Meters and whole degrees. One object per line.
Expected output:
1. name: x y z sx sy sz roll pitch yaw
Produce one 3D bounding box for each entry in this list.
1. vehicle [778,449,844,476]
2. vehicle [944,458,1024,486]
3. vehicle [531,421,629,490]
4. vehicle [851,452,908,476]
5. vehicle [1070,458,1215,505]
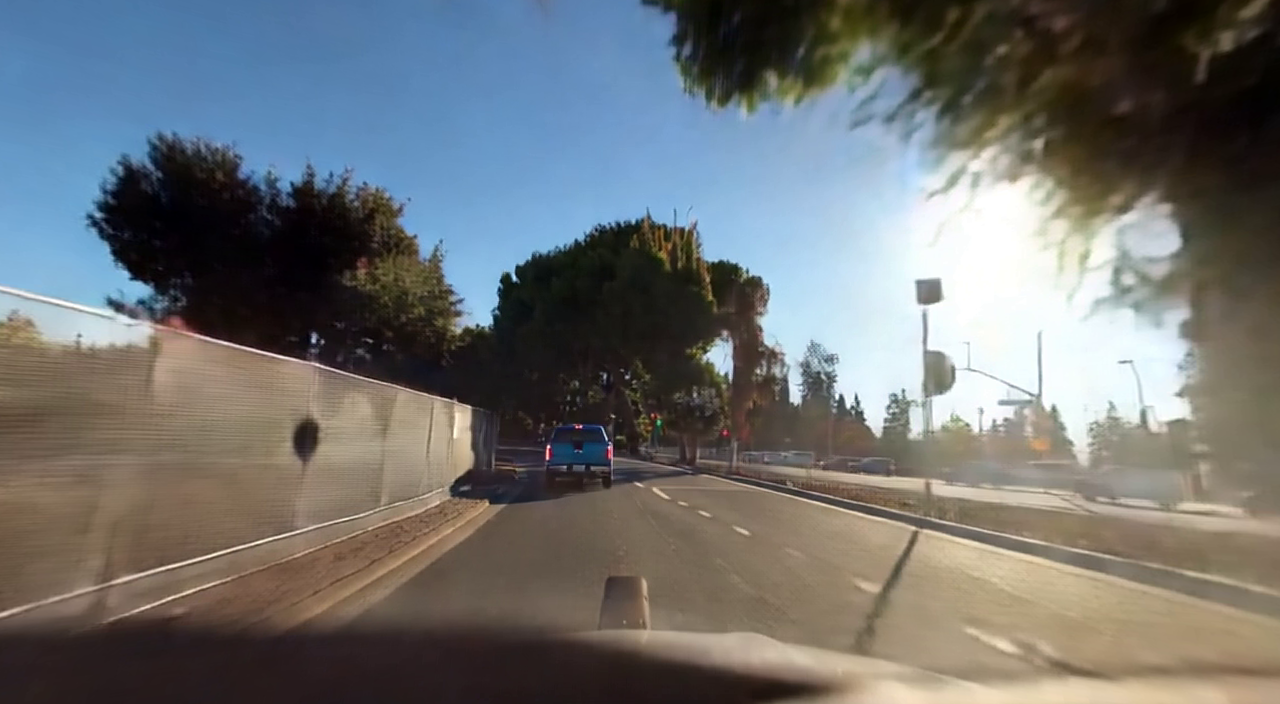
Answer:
1. vehicle: 10.374 6.697 38.538 1.838 1.494 4.553 2 -8 -14
2. vehicle: 20.951 7.282 38.622 1.805 1.494 4.362 2 -8 -12
3. vehicle: -1.793 2.972 18.474 2.436 1.698 5.322 1 -8 -6
4. vehicle: 18.472 8.605 48.891 1.841 1.673 4.470 2 -8 -13
5. vehicle: 22.677 5.804 28.793 1.938 1.781 5.078 1 -8 -9
